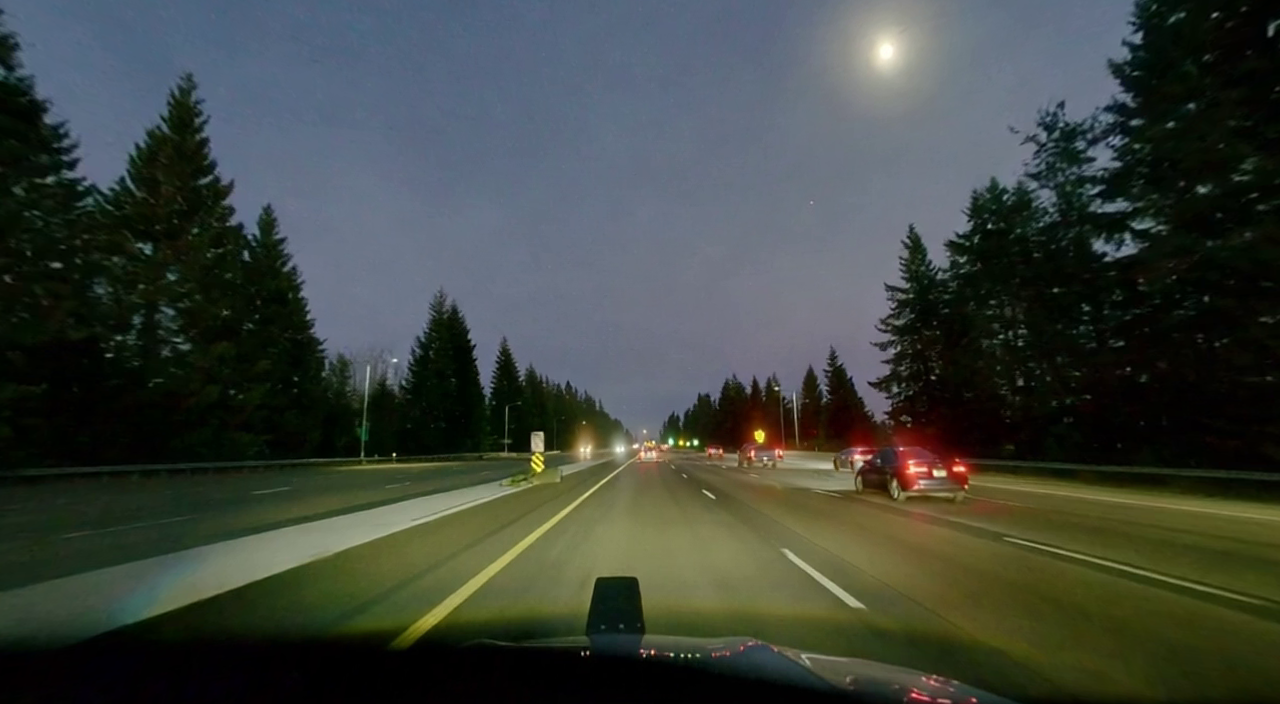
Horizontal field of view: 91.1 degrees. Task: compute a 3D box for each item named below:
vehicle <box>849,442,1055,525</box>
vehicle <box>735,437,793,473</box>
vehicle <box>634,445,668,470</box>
[{"bbox_3d":[6.394,2.706,13.656,1.904,1.453,4.789,0,-8,-2],"label":"vehicle"},{"bbox_3d":[7.244,6.064,37.284,2.206,1.902,5.460,0,-8,-1],"label":"vehicle"},{"bbox_3d":[0.656,6.573,39.424,2.052,1.472,4.295,0,-8,0],"label":"vehicle"}]
